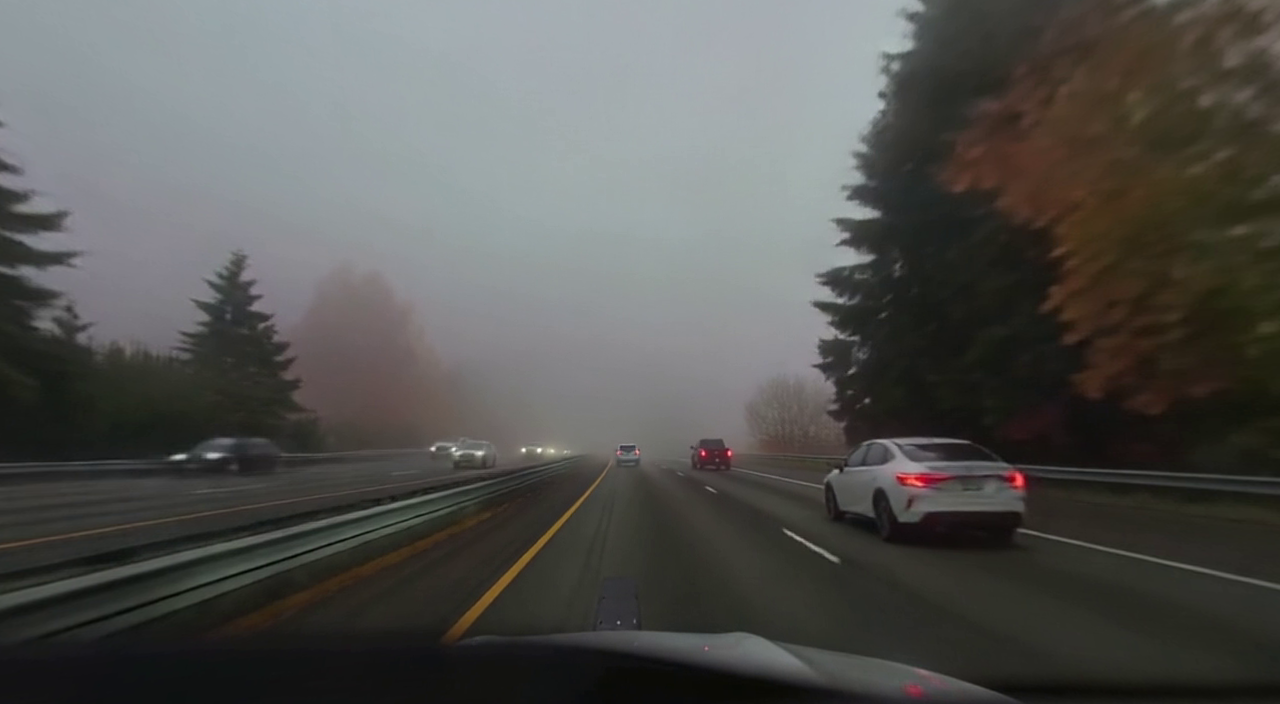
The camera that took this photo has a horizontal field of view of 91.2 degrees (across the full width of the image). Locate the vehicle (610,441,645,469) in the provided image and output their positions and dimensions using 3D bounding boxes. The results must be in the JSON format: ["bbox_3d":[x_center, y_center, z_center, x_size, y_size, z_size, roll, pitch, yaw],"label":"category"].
[{"bbox_3d":[-0.772,6.610,40.271,2.151,1.693,4.201,0,-9,-1],"label":"vehicle"}]

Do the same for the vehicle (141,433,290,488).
[{"bbox_3d":[-12.926,3.323,19.433,1.874,1.498,3.922,0,-9,0],"label":"vehicle"}]

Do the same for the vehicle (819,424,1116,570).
[{"bbox_3d":[4.051,1.842,8.675,1.968,1.513,3.911,0,-9,0],"label":"vehicle"}]

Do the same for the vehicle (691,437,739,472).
[{"bbox_3d":[3.899,5.416,33.291,1.982,1.745,4.151,0,-9,-1],"label":"vehicle"}]

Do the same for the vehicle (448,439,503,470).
[{"bbox_3d":[-8.688,5.445,33.454,1.840,1.487,3.872,0,-9,0],"label":"vehicle"}]

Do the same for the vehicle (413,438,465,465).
[{"bbox_3d":[-13.548,6.730,42.562,2.099,1.724,4.481,0,-9,0],"label":"vehicle"}]
